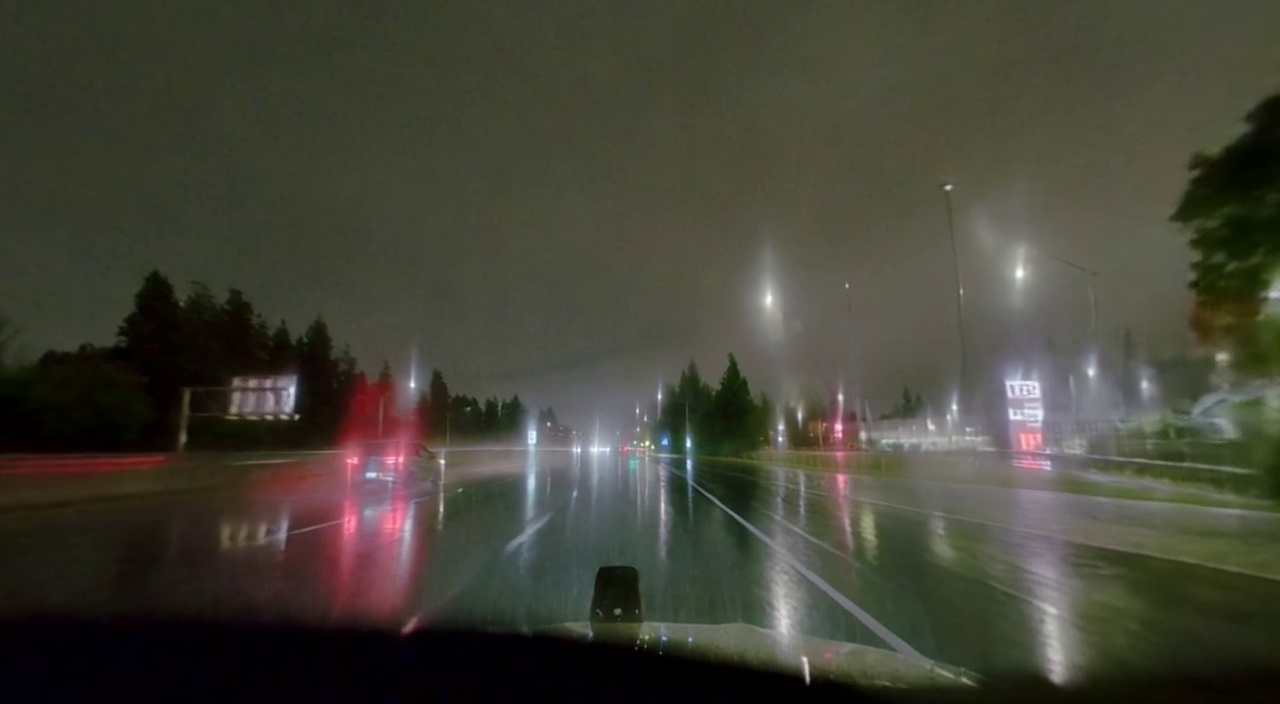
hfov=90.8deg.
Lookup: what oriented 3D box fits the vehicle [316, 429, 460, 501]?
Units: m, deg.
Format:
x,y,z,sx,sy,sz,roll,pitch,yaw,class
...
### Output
x,y,z,sx,sy,sz,roll,pitch,yaw,class
-7.154,3.264,18.658,2.231,1.807,4.758,0,-9,1,vehicle
